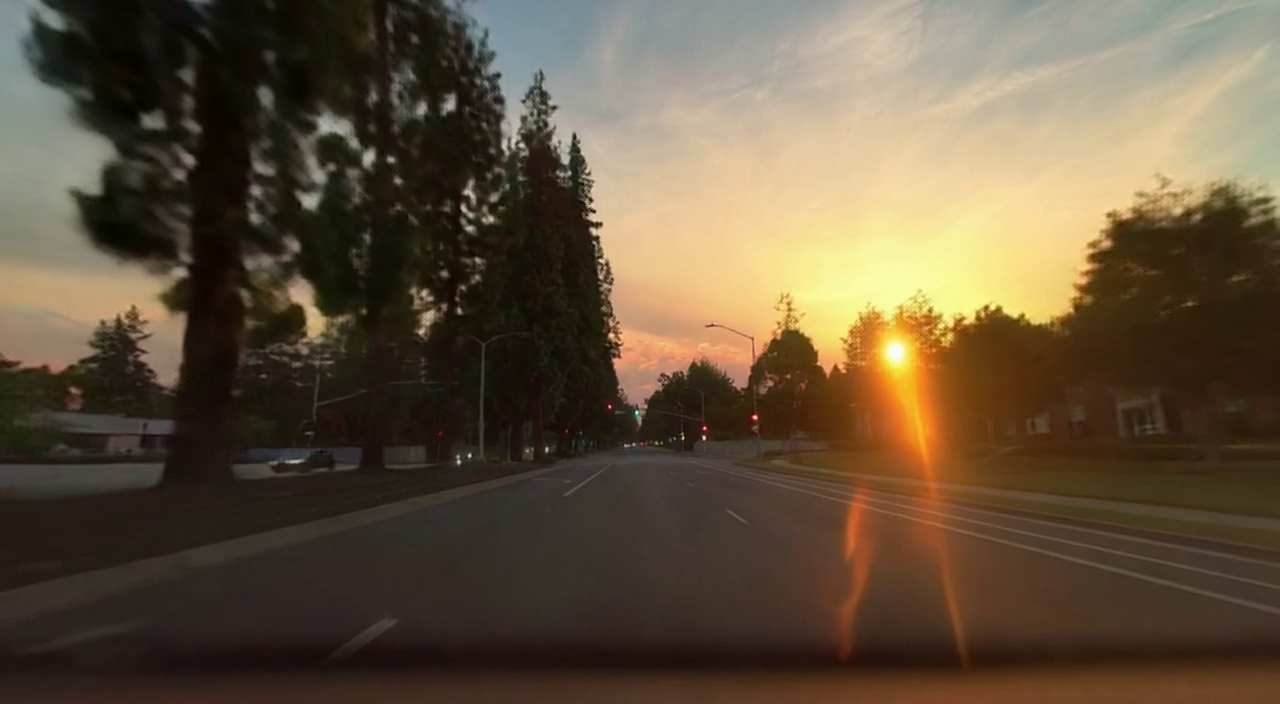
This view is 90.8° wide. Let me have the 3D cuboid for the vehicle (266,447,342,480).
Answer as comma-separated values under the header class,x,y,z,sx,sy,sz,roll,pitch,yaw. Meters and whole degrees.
class,x,y,z,sx,sy,sz,roll,pitch,yaw
vehicle,-18.187,6.037,34.399,1.853,1.646,4.112,0,-9,0
